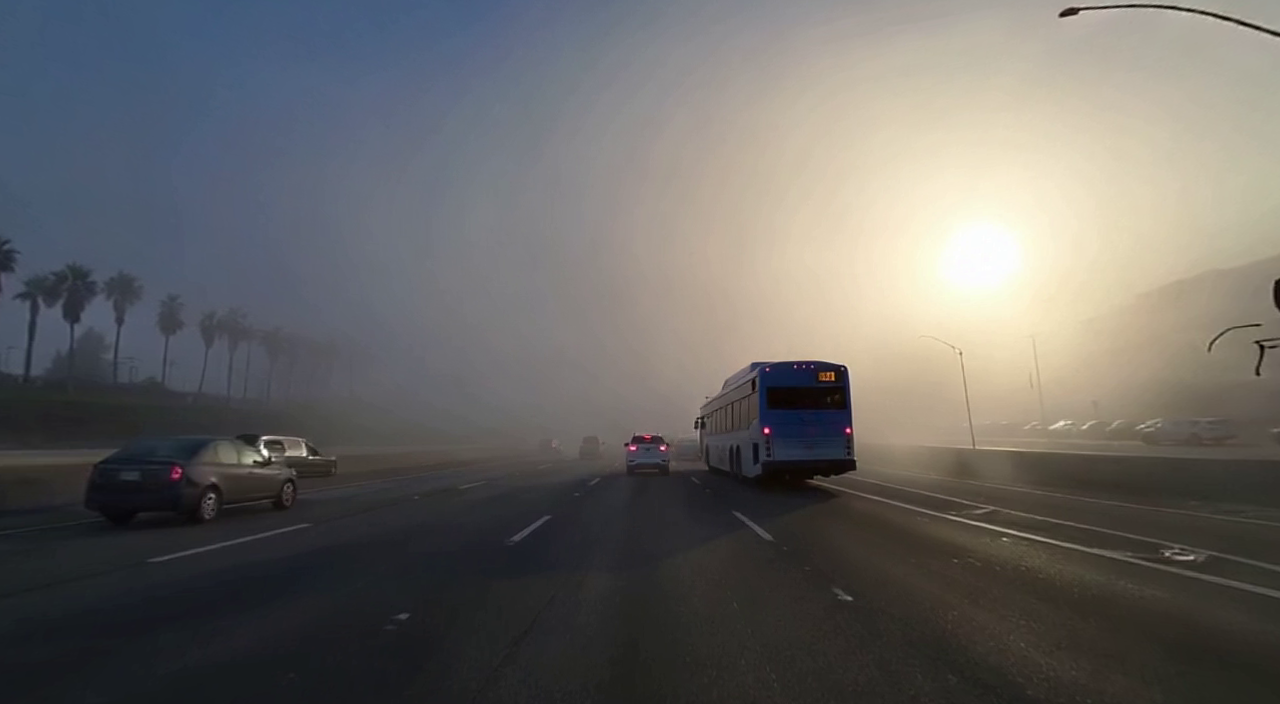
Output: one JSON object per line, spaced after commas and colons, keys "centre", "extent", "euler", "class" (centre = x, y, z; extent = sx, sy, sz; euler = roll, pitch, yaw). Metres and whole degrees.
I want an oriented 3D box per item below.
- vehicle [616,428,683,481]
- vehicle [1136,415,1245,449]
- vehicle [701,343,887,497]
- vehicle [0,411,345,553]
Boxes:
{"centre": [0.341, 3.844, 23.703], "extent": [2.268, 1.796, 4.280], "euler": [0, -9, 1], "class": "vehicle"}
{"centre": [30.701, 4.561, 35.369], "extent": [2.003, 1.777, 4.990], "euler": [-1, -9, 6], "class": "vehicle"}
{"centre": [4.286, 2.646, 21.945], "extent": [3.020, 3.622, 14.302], "euler": [0, -9, 0], "class": "vehicle"}
{"centre": [-7.181, 1.976, 10.260], "extent": [2.291, 1.729, 4.879], "euler": [0, -9, 1], "class": "vehicle"}
